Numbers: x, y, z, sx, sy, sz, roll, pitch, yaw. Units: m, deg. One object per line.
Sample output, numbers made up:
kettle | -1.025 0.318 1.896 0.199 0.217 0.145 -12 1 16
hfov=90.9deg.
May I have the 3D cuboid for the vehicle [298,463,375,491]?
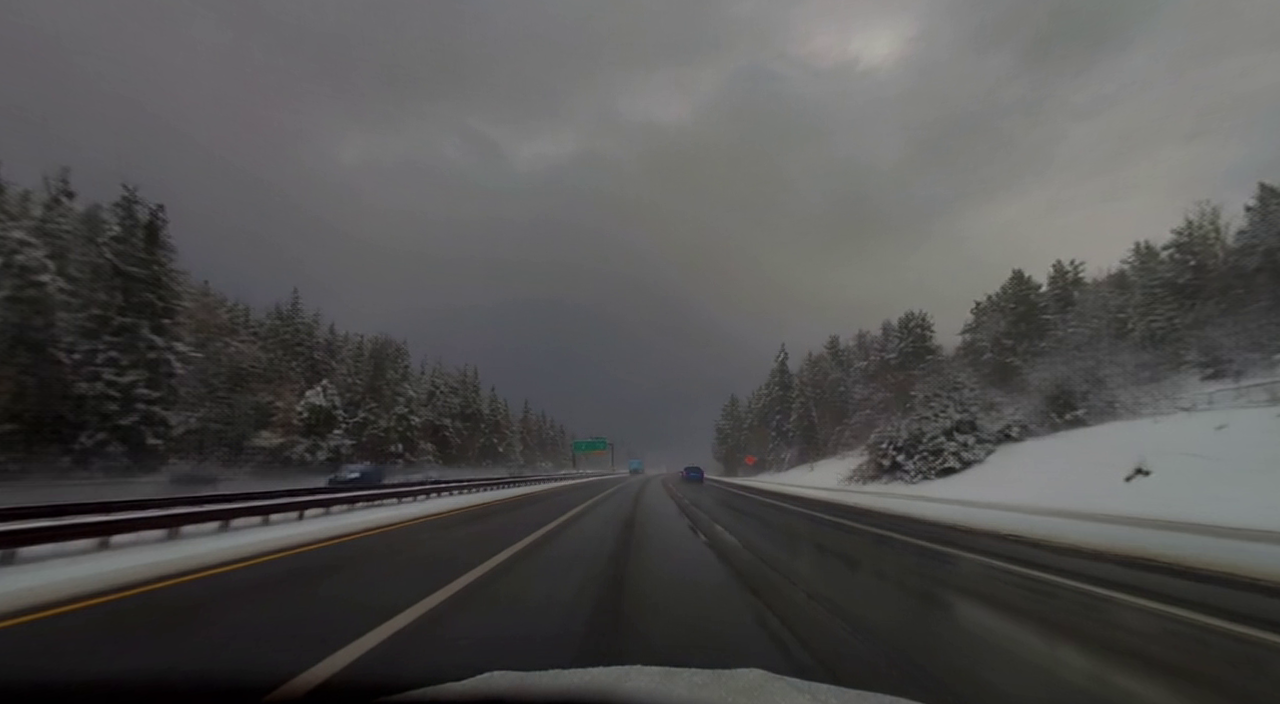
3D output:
vehicle | -16.348 6.751 34.196 1.789 1.368 4.897 1 -10 -1
